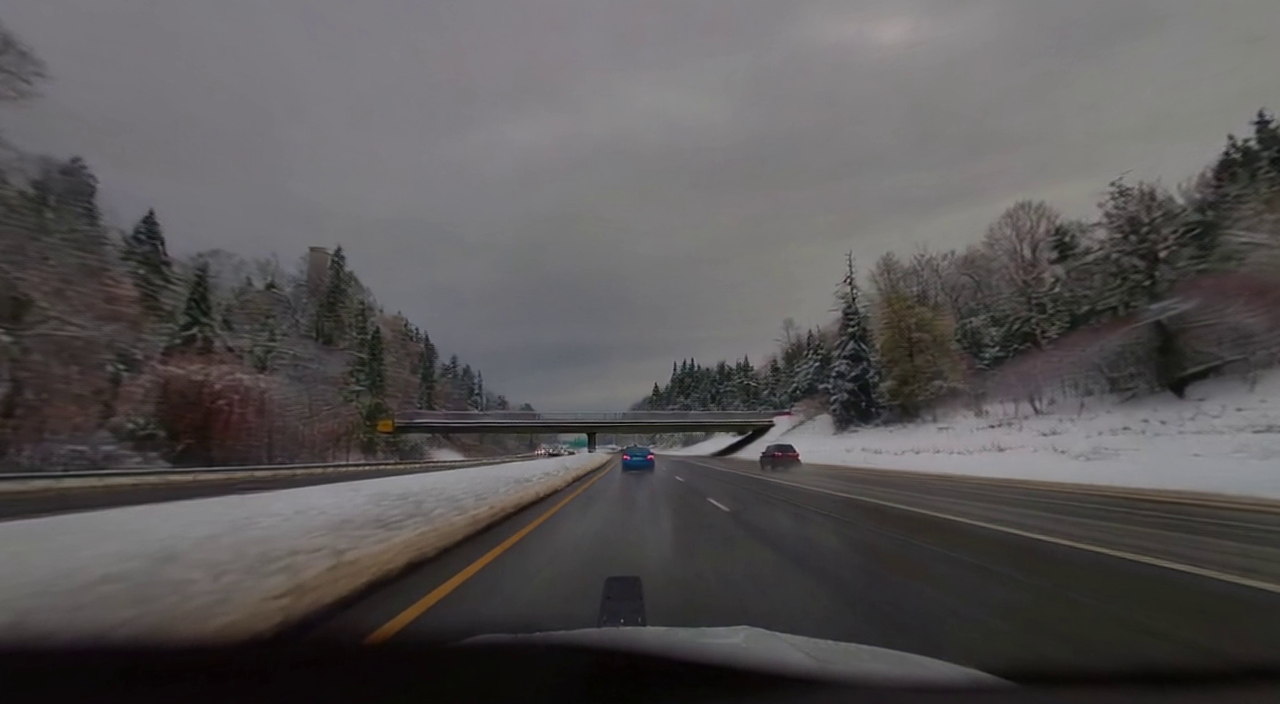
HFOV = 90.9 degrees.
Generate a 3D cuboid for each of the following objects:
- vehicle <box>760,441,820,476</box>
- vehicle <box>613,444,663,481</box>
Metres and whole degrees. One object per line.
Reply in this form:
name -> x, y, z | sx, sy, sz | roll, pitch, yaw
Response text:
vehicle -> 7.580, 5.417, 32.297 | 2.006, 1.639, 4.087 | 0, -9, -1
vehicle -> -0.115, 4.915, 28.314 | 2.069, 1.523, 4.012 | 0, -9, -1
